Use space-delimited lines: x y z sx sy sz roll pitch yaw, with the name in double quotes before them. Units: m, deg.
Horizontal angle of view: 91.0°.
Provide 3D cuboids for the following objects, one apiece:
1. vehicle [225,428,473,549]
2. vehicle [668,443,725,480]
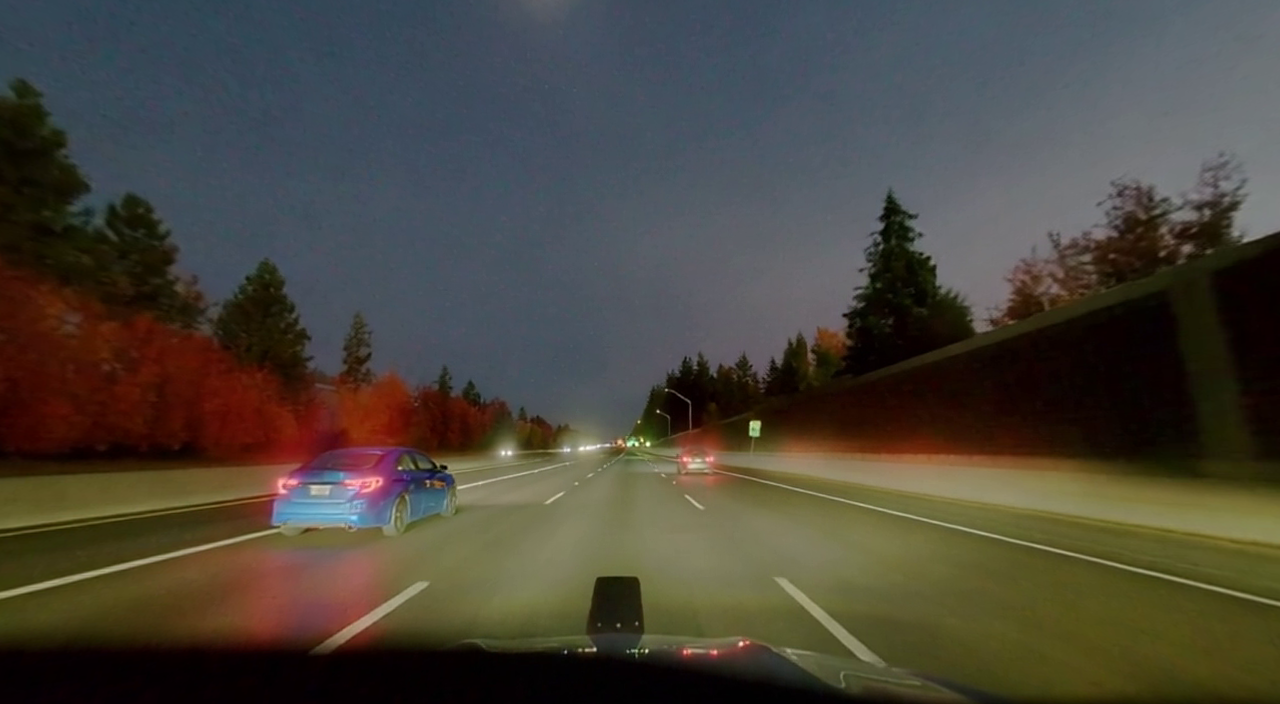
"vehicle" -4.366 2.108 10.420 2.010 1.550 4.376 0 -9 0
"vehicle" 2.614 5.201 30.238 2.146 1.573 4.661 0 -9 -2
